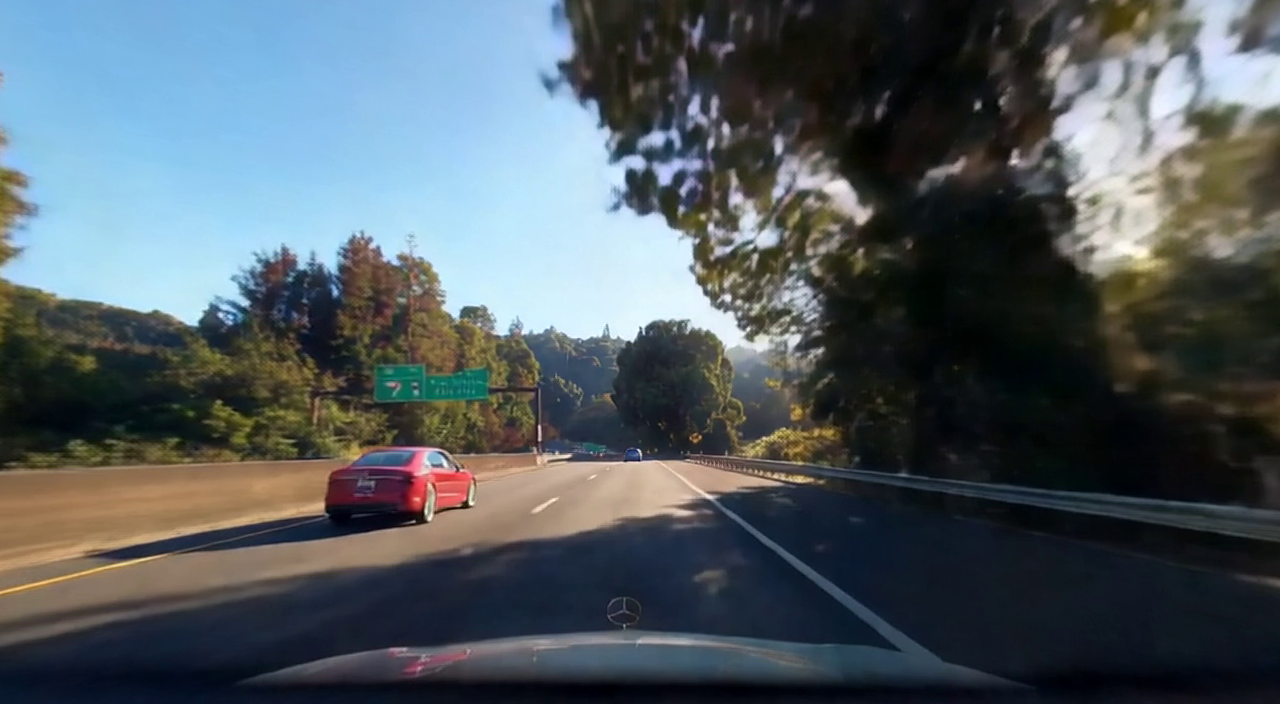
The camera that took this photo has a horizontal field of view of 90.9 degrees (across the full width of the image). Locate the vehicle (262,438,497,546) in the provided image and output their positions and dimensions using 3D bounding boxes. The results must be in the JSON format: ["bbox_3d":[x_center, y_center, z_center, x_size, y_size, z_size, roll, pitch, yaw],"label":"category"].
[{"bbox_3d":[-4.141,2.289,11.073,2.157,1.483,4.601,0,-9,0],"label":"vehicle"}]

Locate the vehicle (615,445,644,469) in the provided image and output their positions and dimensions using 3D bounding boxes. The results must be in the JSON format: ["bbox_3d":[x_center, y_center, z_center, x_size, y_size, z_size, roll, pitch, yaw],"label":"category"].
[{"bbox_3d":[-0.706,7.441,44.904,2.011,1.590,3.607,0,-9,0],"label":"vehicle"}]
